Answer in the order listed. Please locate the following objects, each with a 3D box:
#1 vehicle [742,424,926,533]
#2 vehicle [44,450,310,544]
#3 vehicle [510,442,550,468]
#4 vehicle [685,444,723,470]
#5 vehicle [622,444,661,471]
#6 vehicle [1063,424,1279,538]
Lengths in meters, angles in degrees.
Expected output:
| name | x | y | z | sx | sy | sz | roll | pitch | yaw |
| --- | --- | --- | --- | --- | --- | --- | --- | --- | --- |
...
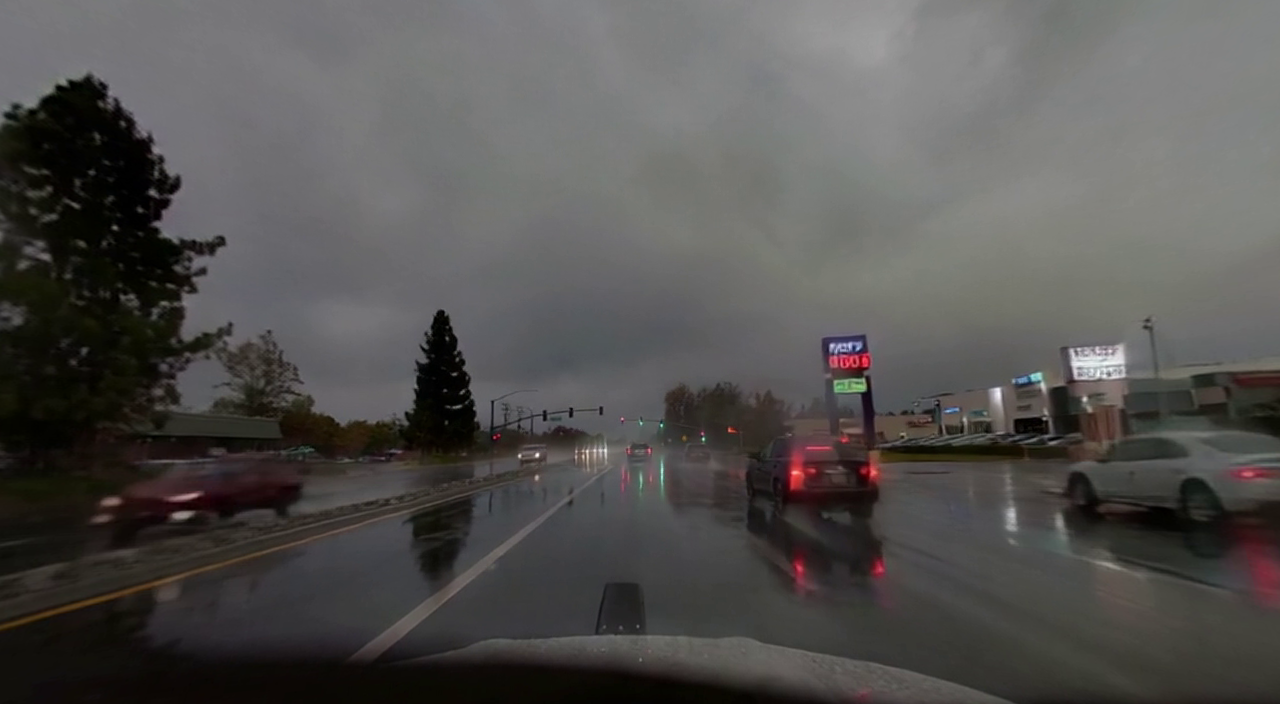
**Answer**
| name | x | y | z | sx | sy | sz | roll | pitch | yaw |
| --- | --- | --- | --- | --- | --- | --- | --- | --- | --- |
| vehicle | 3.341 | 2.272 | 11.931 | 2.022 | 1.643 | 4.326 | 0 | -9 | -1 |
| vehicle | -8.467 | 2.632 | 12.199 | 1.862 | 1.446 | 4.333 | 0 | -8 | 0 |
| vehicle | -8.413 | 7.901 | 48.784 | 2.142 | 1.872 | 4.689 | 0 | -9 | 1 |
| vehicle | 3.856 | 6.420 | 38.804 | 1.889 | 1.473 | 4.303 | 0 | -9 | 0 |
| vehicle | 0.084 | 6.184 | 37.190 | 2.135 | 1.468 | 4.076 | 0 | -8 | 0 |
| vehicle | 10.771 | 2.288 | 11.829 | 2.154 | 1.690 | 5.208 | 0 | -9 | 1 |
